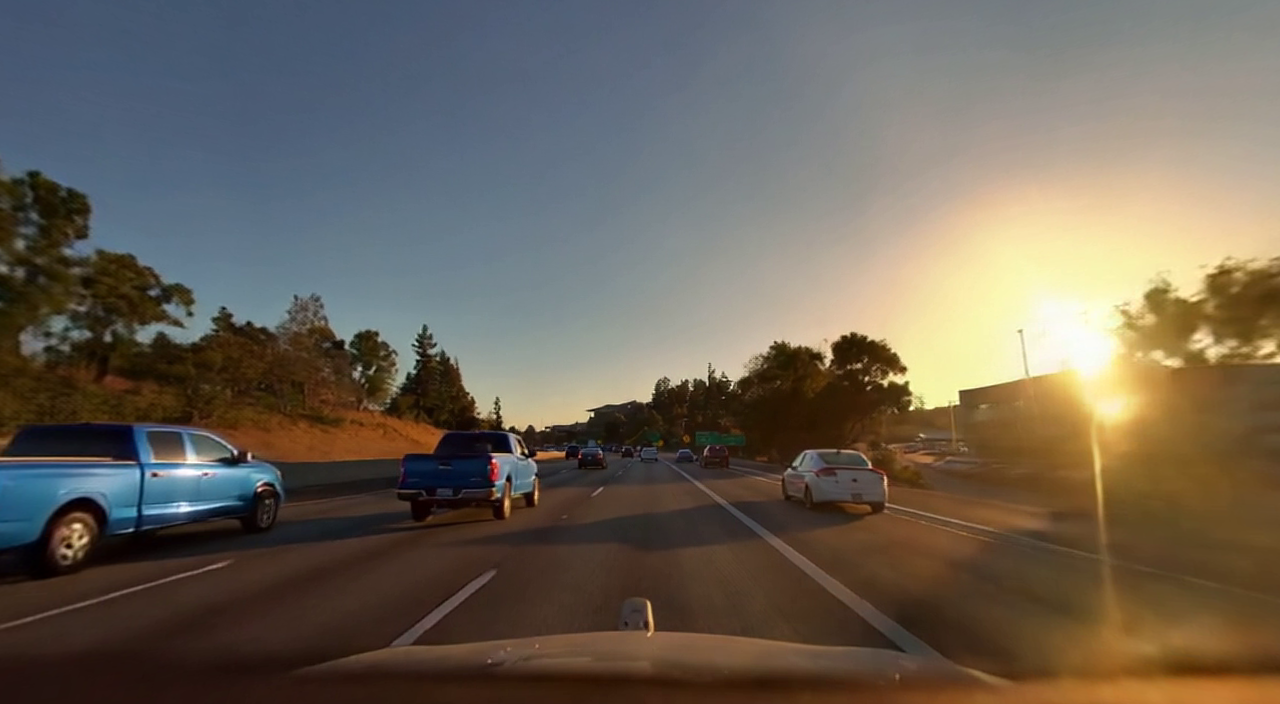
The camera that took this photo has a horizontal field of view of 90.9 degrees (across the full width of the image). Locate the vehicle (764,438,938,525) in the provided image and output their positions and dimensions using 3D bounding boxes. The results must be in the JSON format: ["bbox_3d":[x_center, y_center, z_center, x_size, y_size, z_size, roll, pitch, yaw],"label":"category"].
[{"bbox_3d":[4.164,2.614,13.403,2.111,1.498,4.466,0,-8,0],"label":"vehicle"}]

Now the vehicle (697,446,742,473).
[{"bbox_3d":[4.642,6.355,37.470,2.072,1.456,4.537,0,-8,0],"label":"vehicle"}]

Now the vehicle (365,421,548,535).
[{"bbox_3d":[-3.253,2.338,12.348,2.146,1.775,4.553,0,-8,1],"label":"vehicle"}]

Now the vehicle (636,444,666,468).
[{"bbox_3d":[0.794,7.583,46.159,2.080,1.682,4.150,0,-8,0],"label":"vehicle"}]

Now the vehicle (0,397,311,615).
[{"bbox_3d":[-6.560,1.620,7.523,2.428,1.812,5.131,0,-8,1],"label":"vehicle"}]

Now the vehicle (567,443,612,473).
[{"bbox_3d":[-3.005,6.415,38.571,2.209,1.714,4.576,0,-8,2],"label":"vehicle"}]
